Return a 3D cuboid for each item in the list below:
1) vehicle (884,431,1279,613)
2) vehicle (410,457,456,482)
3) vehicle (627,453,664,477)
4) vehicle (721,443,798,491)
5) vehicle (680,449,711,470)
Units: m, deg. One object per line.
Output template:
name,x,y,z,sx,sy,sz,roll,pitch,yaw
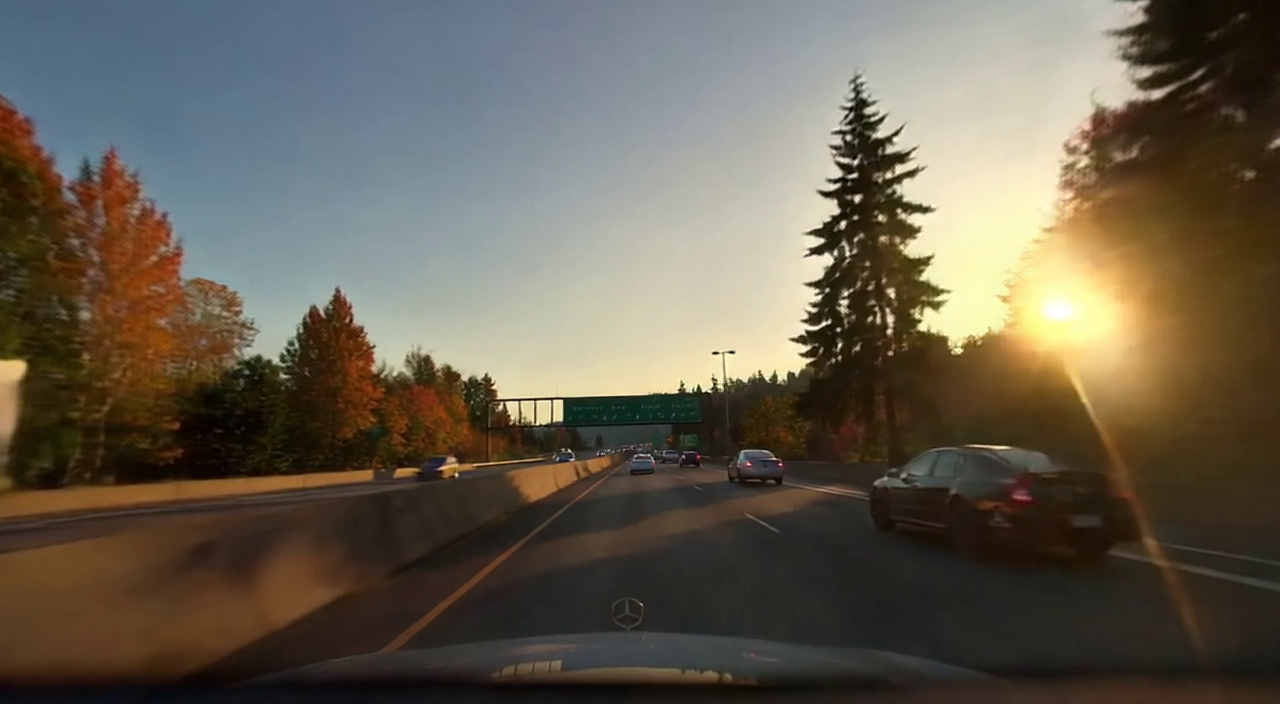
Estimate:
vehicle,4.548,1.725,7.231,1.952,1.495,3.740,0,-9,-1
vehicle,-13.544,7.691,41.473,1.727,1.466,3.671,0,-9,1
vehicle,0.314,6.515,36.584,2.012,1.320,3.777,0,-9,0
vehicle,4.415,4.318,24.064,1.969,1.639,4.472,0,-9,-1
vehicle,4.284,8.400,49.454,1.935,1.594,3.981,0,-9,-2
